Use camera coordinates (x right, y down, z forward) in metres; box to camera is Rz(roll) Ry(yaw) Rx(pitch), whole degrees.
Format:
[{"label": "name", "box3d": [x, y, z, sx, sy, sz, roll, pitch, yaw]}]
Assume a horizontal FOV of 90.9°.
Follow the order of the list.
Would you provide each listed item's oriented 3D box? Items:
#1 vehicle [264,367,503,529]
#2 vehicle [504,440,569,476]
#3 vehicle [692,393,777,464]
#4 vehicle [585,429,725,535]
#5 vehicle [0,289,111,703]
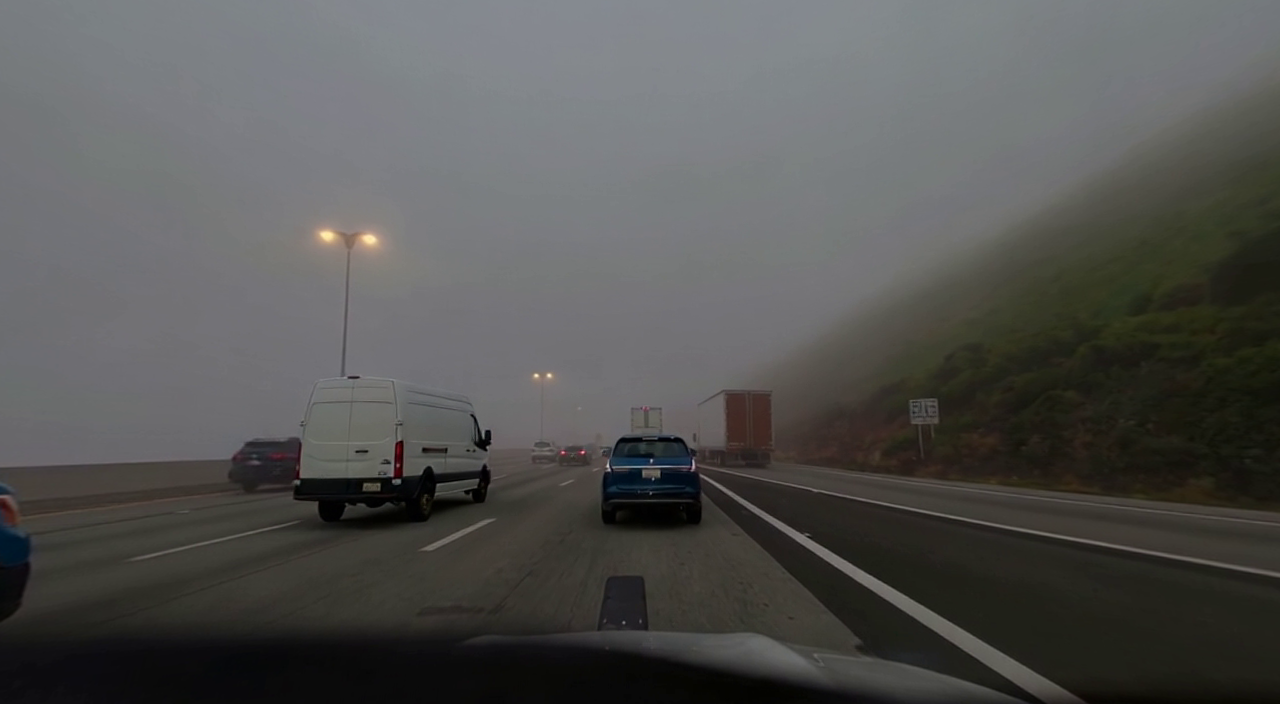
[{"label": "vehicle", "box3d": [-4.643, 1.908, 12.779, 2.300, 2.522, 5.701, 0, -8, 1]}, {"label": "vehicle", "box3d": [-4.440, 4.627, 27.786, 2.007, 1.457, 4.447, 0, -8, 1]}, {"label": "vehicle", "box3d": [6.387, 5.826, 46.555, 2.989, 4.277, 16.586, 0, -8, -3]}, {"label": "vehicle", "box3d": [0.173, 2.161, 11.099, 2.003, 1.499, 3.930, 0, -8, -1]}, {"label": "vehicle", "box3d": [-4.265, 0.425, 0.927, 2.195, 2.086, 5.445, 0, -8, 0]}]
